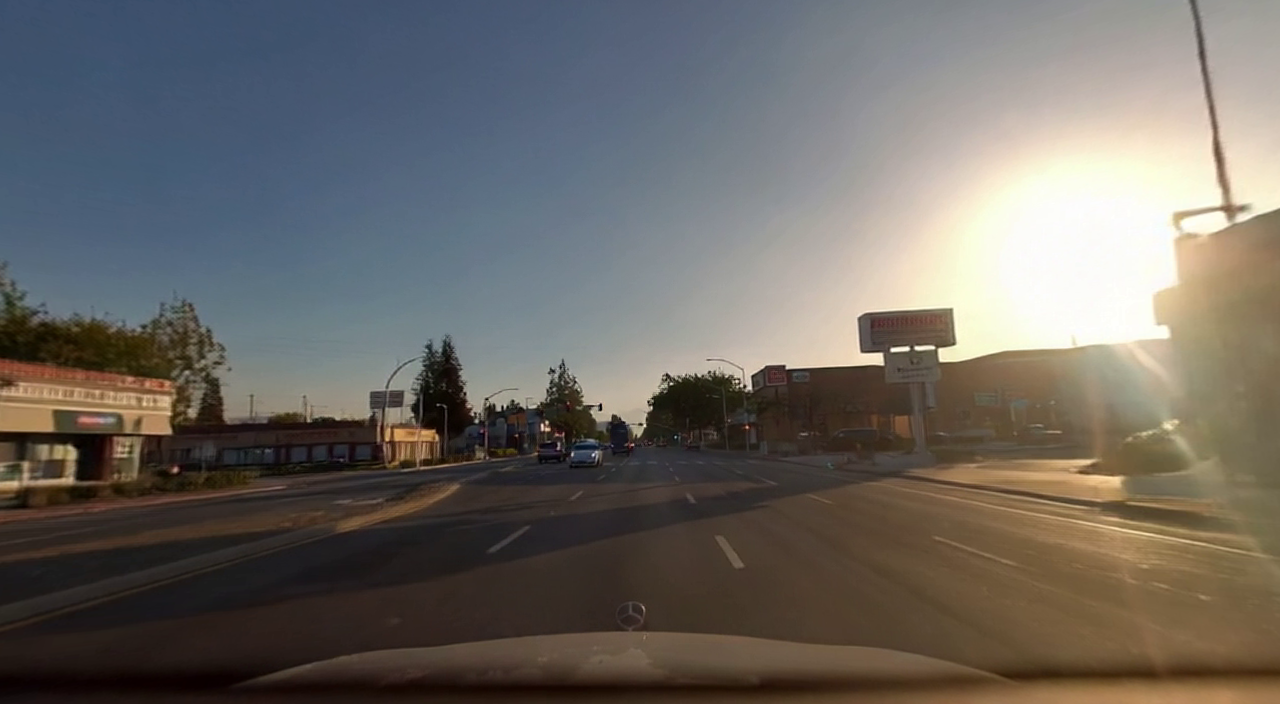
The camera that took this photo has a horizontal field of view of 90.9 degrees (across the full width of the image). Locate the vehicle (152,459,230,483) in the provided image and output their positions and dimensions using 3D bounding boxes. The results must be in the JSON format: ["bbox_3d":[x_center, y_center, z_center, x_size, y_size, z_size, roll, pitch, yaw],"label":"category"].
[{"bbox_3d":[-35.562,9.412,49.967,4.485,1.772,2.149,0,-9,1],"label":"vehicle"}]

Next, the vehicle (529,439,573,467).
[{"bbox_3d":[-5.816,6.677,41.899,2.179,1.750,4.621,0,-8,1],"label":"vehicle"}]
